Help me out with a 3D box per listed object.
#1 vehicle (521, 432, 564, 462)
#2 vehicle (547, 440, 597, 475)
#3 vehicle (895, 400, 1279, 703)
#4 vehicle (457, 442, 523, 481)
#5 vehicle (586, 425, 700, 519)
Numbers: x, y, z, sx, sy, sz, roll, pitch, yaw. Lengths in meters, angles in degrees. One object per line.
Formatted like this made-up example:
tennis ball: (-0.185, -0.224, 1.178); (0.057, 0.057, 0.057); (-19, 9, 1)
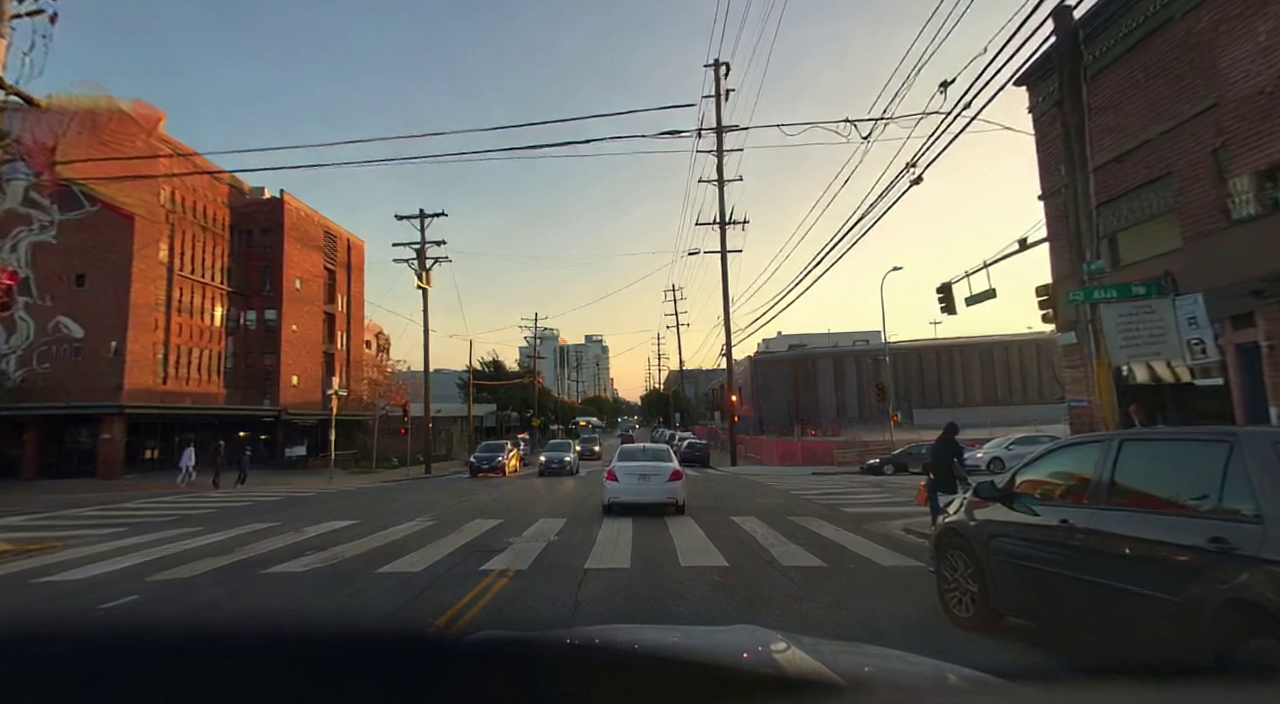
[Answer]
vehicle: (-7.052, 6.954, 46.187); (2.127, 2.034, 5.559); (0, -8, 1)
vehicle: (-3.384, 5.312, 32.018); (2.055, 1.660, 3.954); (0, -8, 1)
vehicle: (3.480, 1.150, 3.798); (1.949, 1.521, 4.445); (0, -8, -1)
vehicle: (-7.042, 5.172, 30.240); (1.892, 1.706, 5.224); (0, -8, 0)
vehicle: (0.045, 2.606, 14.245); (2.190, 1.783, 4.048); (0, -8, 0)
